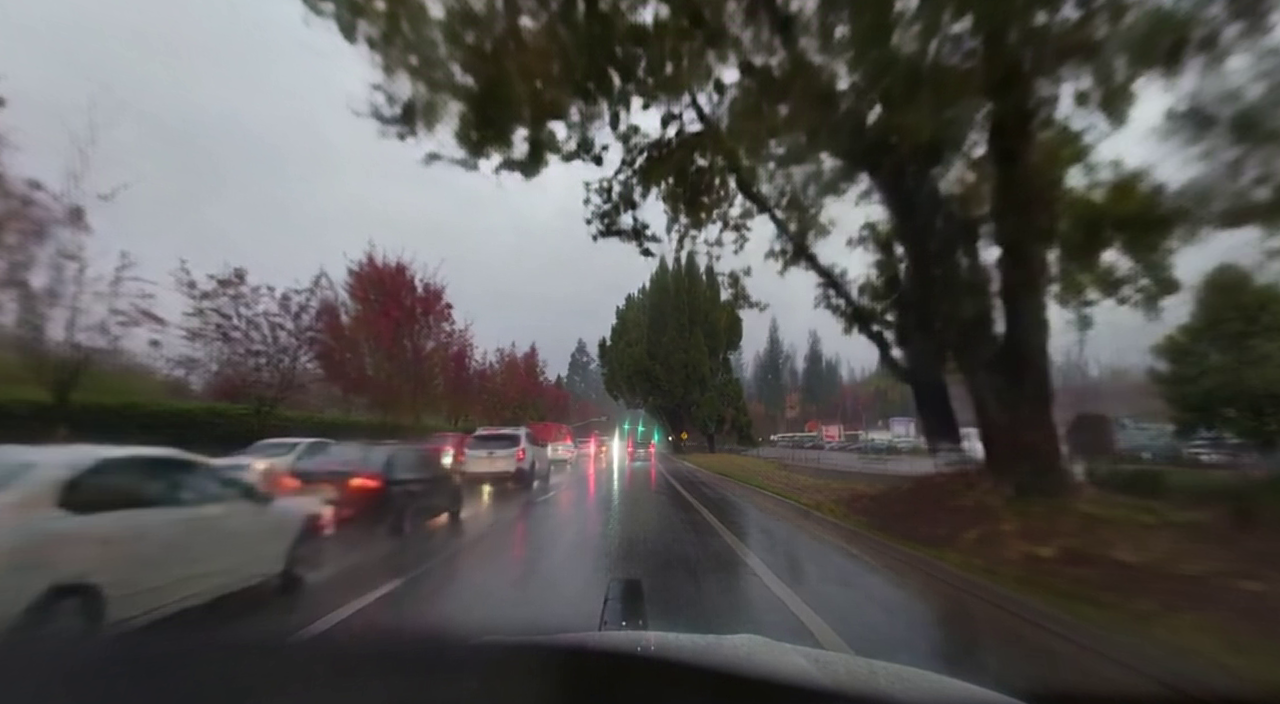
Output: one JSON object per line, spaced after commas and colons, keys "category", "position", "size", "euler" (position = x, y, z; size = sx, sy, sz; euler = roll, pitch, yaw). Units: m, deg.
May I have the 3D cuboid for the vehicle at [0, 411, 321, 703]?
{"category": "vehicle", "position": [-4.010, 1.143, 3.759], "size": [1.952, 1.471, 4.334], "euler": [0, -8, 0]}

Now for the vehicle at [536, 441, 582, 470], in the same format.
{"category": "vehicle", "position": [-4.438, 5.727, 35.096], "size": [2.068, 1.480, 4.039], "euler": [0, -8, 0]}

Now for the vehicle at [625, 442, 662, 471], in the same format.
{"category": "vehicle", "position": [0.178, 5.667, 34.449], "size": [1.875, 1.453, 3.888], "euler": [0, -8, 0]}

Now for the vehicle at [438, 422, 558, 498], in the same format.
{"category": "vehicle", "position": [-3.869, 3.074, 18.322], "size": [2.242, 1.852, 5.201], "euler": [0, -8, 0]}

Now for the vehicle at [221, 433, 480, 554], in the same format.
{"category": "vehicle", "position": [-4.193, 2.097, 10.176], "size": [1.958, 1.472, 4.555], "euler": [0, -8, 1]}
